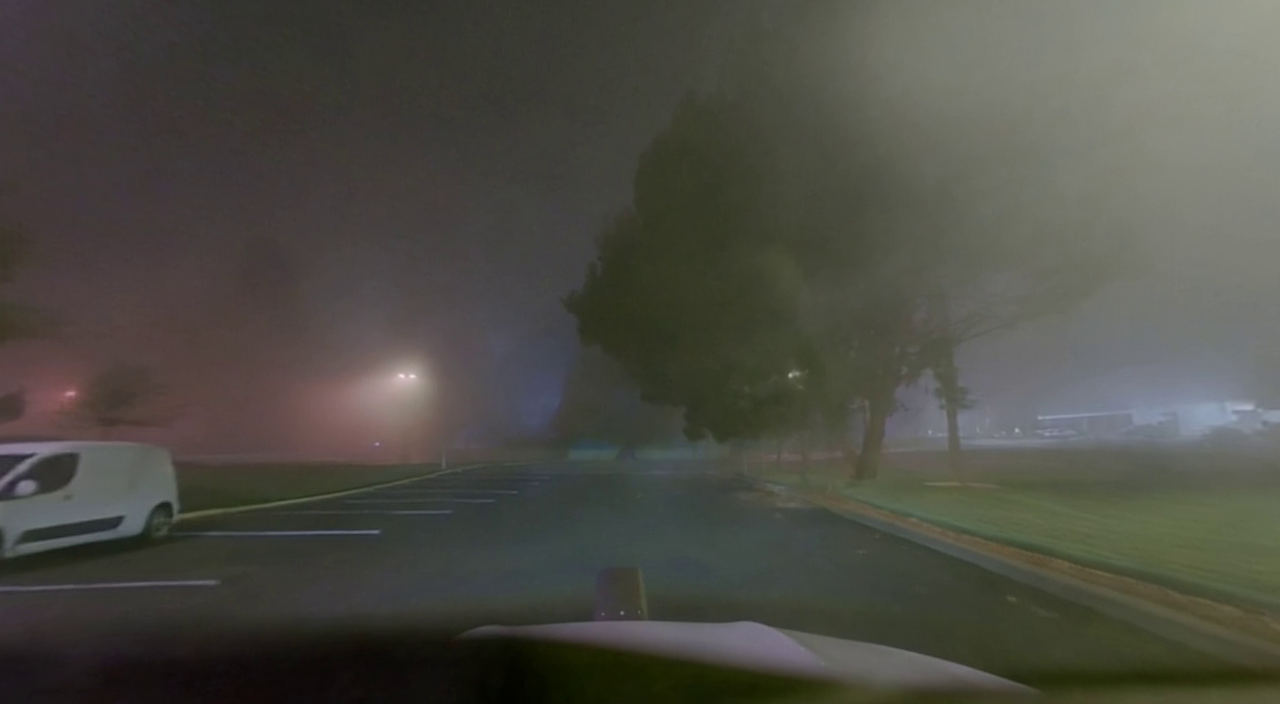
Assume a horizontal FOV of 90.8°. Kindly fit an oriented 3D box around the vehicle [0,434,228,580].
[{"bbox_3d":[-8.907,2.124,9.281,2.360,1.741,4.912,0,-8,0],"label":"vehicle"}]
